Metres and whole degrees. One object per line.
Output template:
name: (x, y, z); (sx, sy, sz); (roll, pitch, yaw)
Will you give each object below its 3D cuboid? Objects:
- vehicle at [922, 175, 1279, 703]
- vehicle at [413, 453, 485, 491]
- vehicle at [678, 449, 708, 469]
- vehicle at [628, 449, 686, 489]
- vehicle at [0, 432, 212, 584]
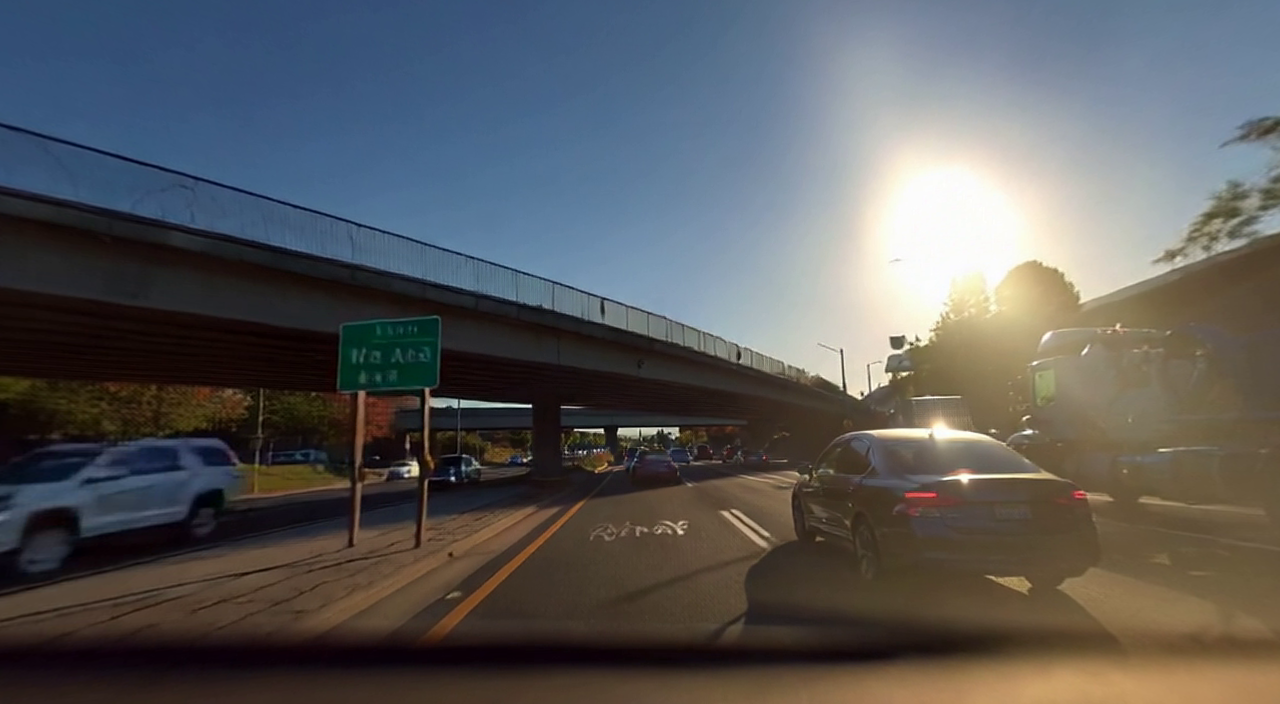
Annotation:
vehicle: (3.477, 0.591, 2.300); (2.588, 2.321, 4.927); (0, -8, 0)
vehicle: (-8.282, 5.196, 27.751); (1.858, 1.494, 4.034); (0, -8, 1)
vehicle: (3.928, 8.026, 47.645); (1.962, 1.431, 4.205); (0, -8, 0)
vehicle: (0.592, 4.412, 24.115); (2.027, 1.341, 3.775); (0, -8, 0)
vehicle: (-8.593, 2.022, 8.672); (2.165, 1.764, 4.671); (0, -8, -1)
